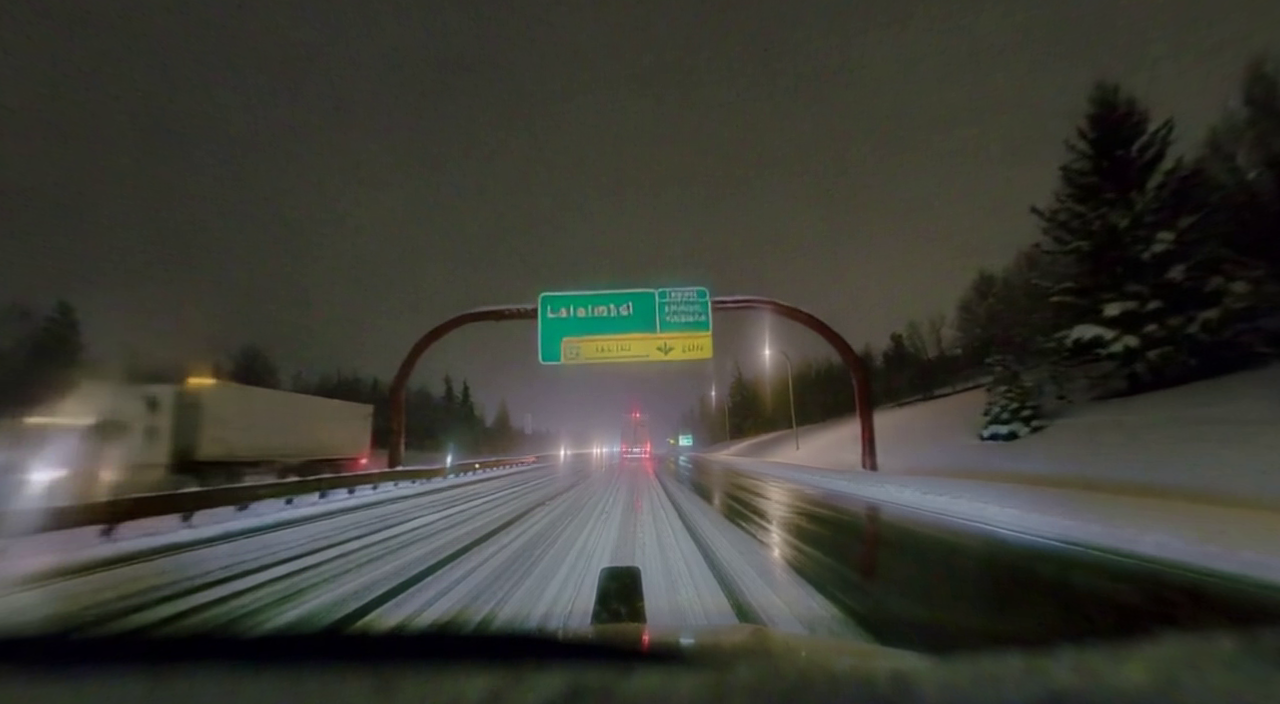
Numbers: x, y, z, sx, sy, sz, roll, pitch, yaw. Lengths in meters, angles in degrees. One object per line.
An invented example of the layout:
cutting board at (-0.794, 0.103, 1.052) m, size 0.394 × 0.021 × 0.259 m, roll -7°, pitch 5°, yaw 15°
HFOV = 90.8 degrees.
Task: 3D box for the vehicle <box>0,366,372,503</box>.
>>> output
vehicle at (-17.832, 3.858, 28.036) m, size 2.983 × 3.870 × 20.198 m, roll 0°, pitch -9°, yaw 0°
